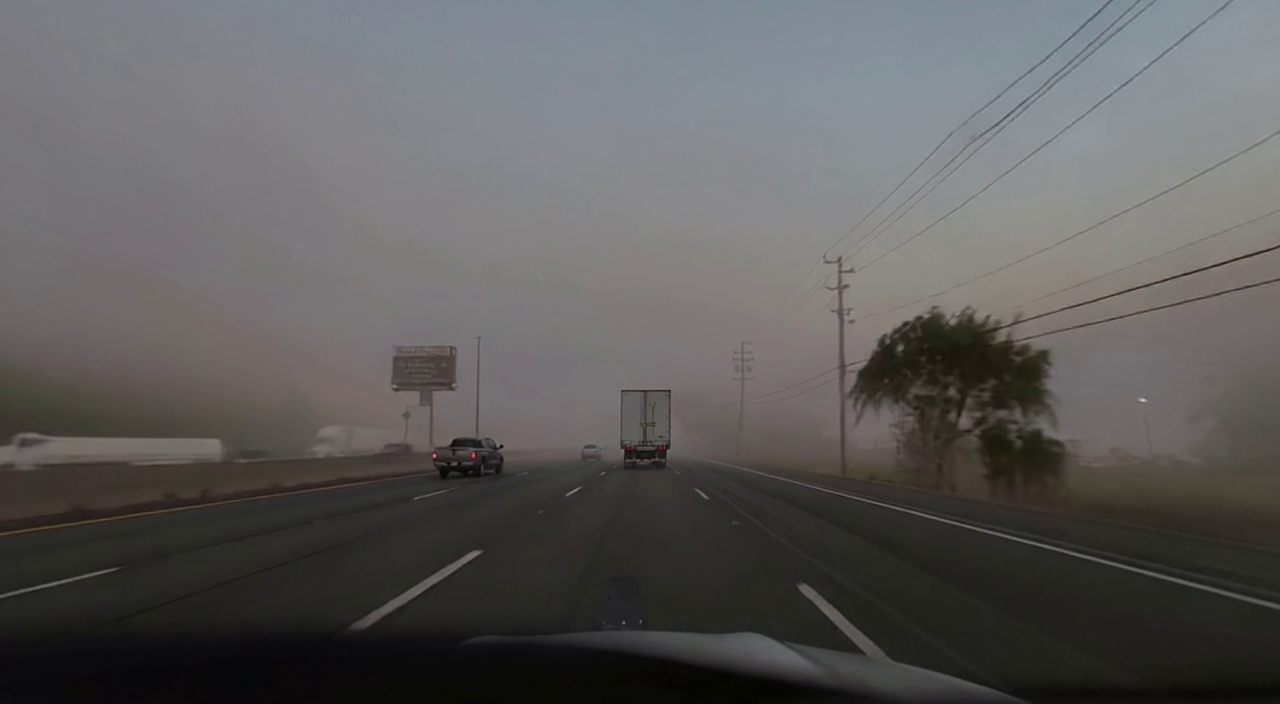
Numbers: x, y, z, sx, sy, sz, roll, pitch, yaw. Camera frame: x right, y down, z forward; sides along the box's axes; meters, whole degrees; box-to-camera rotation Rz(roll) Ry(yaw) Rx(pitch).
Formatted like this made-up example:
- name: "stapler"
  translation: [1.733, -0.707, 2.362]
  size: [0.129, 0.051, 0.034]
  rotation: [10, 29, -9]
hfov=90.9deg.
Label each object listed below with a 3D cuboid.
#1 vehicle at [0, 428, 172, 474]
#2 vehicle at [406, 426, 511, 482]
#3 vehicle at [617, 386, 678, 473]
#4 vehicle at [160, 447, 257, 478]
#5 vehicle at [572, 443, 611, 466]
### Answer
- name: "vehicle"
  translation: [-32.864, 5.367, 34.329]
  size: [2.683, 2.234, 16.264]
  rotation: [0, -8, 0]
- name: "vehicle"
  translation: [-6.987, 4.009, 25.076]
  size: [2.263, 1.936, 5.802]
  rotation: [0, -8, 2]
- name: "vehicle"
  translation: [0.553, 4.449, 35.300]
  size: [2.879, 4.027, 11.243]
  rotation: [0, -8, 2]
- name: "vehicle"
  translation: [-21.850, 5.562, 32.160]
  size: [1.732, 1.442, 4.458]
  rotation: [0, -8, 1]
- name: "vehicle"
  translation: [-3.293, 7.038, 43.615]
  size: [2.138, 1.469, 4.677]
  rotation: [-1, -8, 3]
